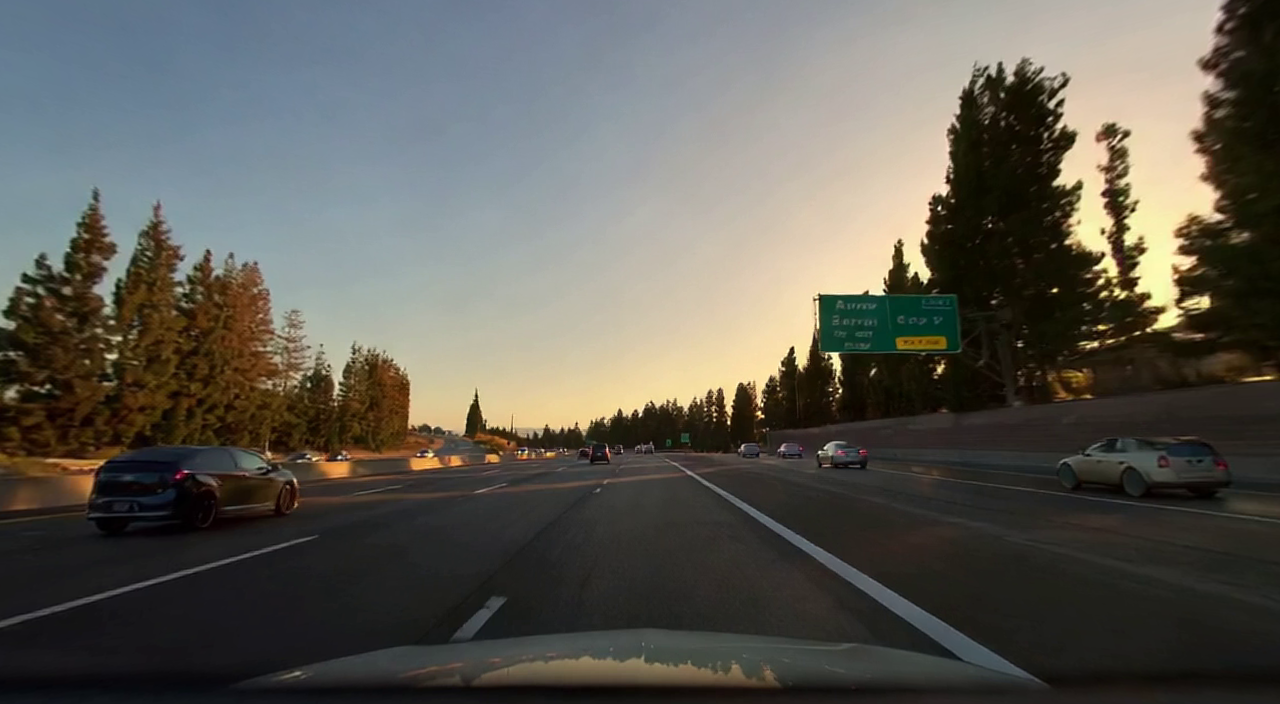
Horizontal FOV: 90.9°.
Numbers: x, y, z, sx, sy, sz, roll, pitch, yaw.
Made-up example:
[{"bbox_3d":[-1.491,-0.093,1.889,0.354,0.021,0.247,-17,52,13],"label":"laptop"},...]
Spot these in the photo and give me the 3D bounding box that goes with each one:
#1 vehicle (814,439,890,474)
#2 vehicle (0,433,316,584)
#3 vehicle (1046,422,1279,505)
[{"bbox_3d":[10.127,5.031,30.573,2.201,1.535,4.735,0,-8,2],"label":"vehicle"},{"bbox_3d":[-6.715,1.885,8.597,2.038,1.463,4.656,0,-8,1],"label":"vehicle"},{"bbox_3d":[13.024,2.748,16.045,2.168,1.753,4.993,0,-8,2],"label":"vehicle"}]
